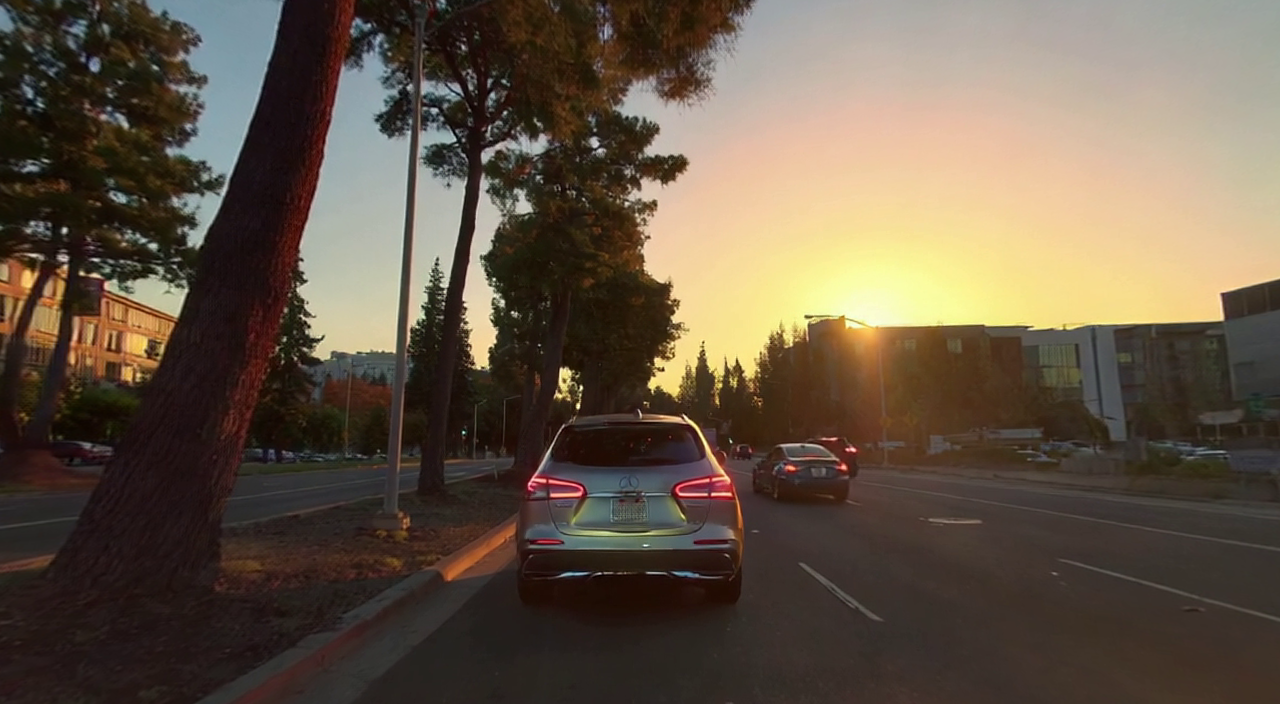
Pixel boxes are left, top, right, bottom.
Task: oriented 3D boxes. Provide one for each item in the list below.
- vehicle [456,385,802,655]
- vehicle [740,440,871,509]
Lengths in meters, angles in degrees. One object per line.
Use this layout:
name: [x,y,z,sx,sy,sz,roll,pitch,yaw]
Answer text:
vehicle: [-0.084,1.356,6.065,2.172,1.694,4.055,0,-8,-1]
vehicle: [3.919,2.970,15.778,2.058,1.468,4.339,0,-8,-1]
